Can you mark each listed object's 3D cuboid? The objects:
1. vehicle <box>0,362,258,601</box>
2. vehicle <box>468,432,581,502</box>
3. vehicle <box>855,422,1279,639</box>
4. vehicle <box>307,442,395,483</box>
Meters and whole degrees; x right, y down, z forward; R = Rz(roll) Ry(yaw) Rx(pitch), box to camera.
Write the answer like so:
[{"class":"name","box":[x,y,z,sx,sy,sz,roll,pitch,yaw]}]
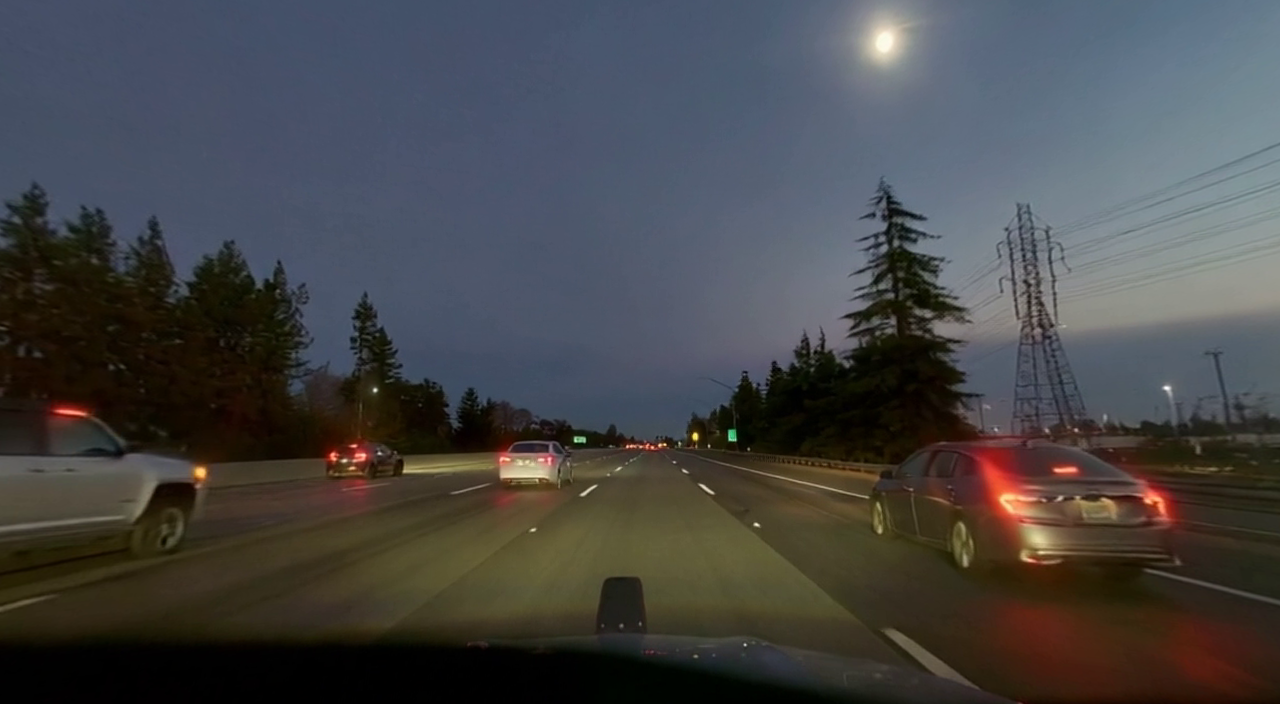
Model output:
[{"class":"vehicle","box":[-6.884,1.232,6.179,2.658,2.048,5.689,0,-8,1]},{"class":"vehicle","box":[-3.010,3.116,17.544,2.133,1.668,4.505,0,-8,2]},{"class":"vehicle","box":[4.138,1.577,6.746,2.022,1.472,4.678,0,-8,0]},{"class":"vehicle","box":[-10.924,4.183,24.126,1.594,1.442,3.569,0,-8,2]}]
